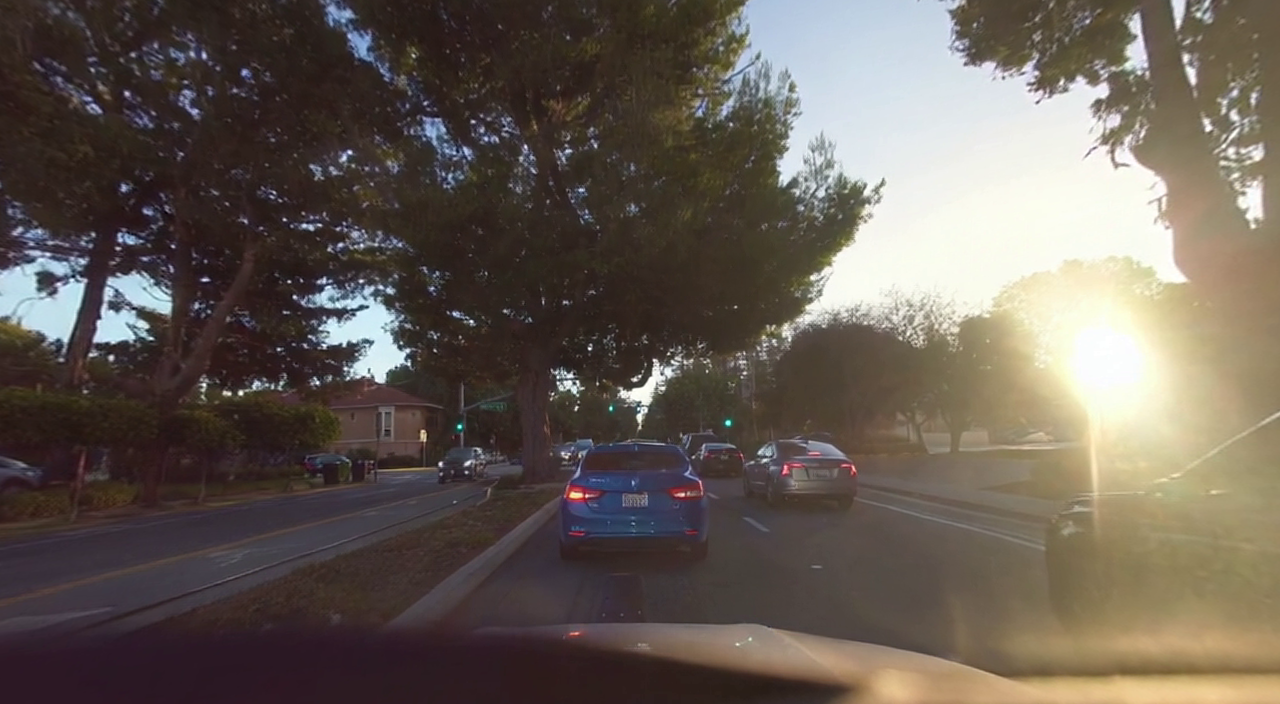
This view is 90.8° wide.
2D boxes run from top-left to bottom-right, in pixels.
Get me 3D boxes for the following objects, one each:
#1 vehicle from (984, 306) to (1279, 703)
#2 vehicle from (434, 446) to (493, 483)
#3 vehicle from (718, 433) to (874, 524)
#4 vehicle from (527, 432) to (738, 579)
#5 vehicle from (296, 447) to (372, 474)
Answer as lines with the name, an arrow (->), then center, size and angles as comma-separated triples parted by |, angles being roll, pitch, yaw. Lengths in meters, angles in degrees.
vehicle -> 3.378, 0.675, 2.054 | 2.006, 1.766, 4.345 | 0, -8, -1
vehicle -> -9.080, 5.786, 32.846 | 1.996, 1.680, 4.203 | -2, -8, -2
vehicle -> 2.942, 2.487, 13.076 | 1.971, 1.517, 4.521 | 0, -8, -1
vehicle -> -0.118, 1.901, 8.692 | 2.186, 1.500, 4.141 | 0, -8, -1
vehicle -> -19.855, 7.054, 41.148 | 3.957, 1.630, 1.881 | 0, -8, 0
